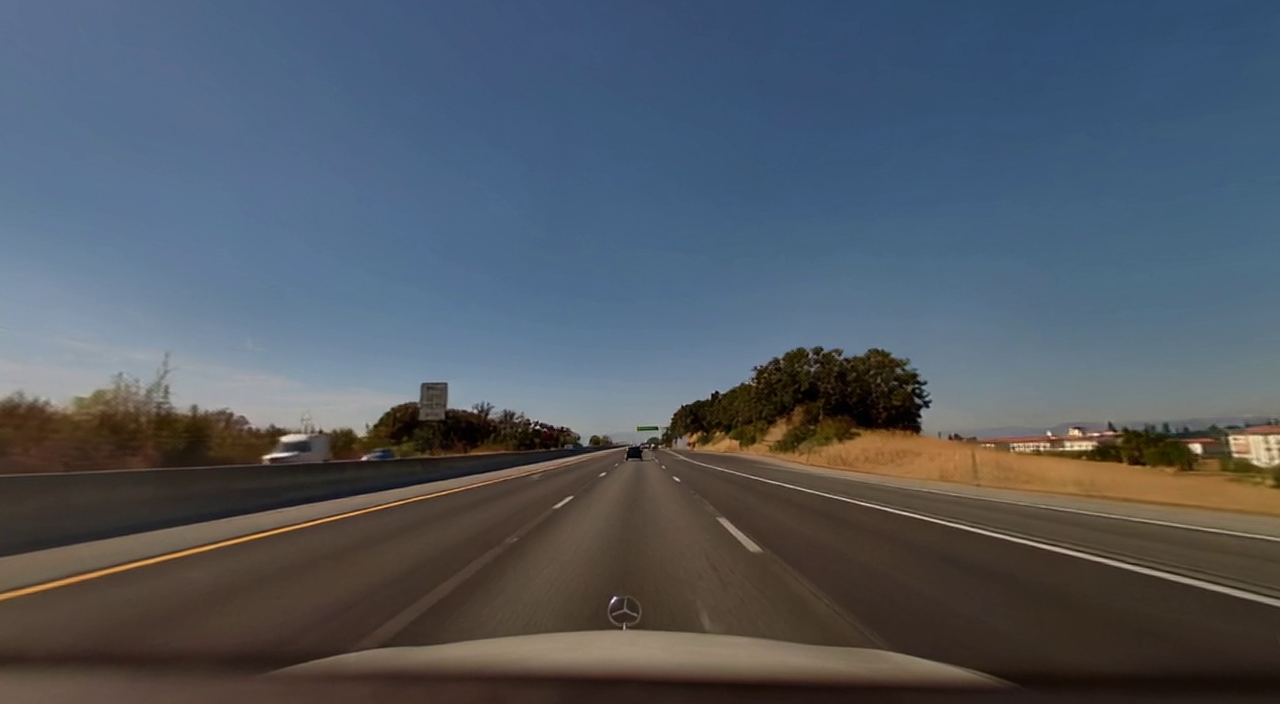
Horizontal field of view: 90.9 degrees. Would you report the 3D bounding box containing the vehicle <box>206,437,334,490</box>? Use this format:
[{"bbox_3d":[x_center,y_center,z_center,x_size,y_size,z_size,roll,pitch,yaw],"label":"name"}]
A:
[{"bbox_3d":[-15.318,4.639,26.542,2.076,1.976,5.353,0,-9,0],"label":"vehicle"}]

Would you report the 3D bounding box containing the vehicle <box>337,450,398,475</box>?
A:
[{"bbox_3d":[-18.304,7.413,42.521,2.062,1.516,4.761,0,-9,-1],"label":"vehicle"}]
